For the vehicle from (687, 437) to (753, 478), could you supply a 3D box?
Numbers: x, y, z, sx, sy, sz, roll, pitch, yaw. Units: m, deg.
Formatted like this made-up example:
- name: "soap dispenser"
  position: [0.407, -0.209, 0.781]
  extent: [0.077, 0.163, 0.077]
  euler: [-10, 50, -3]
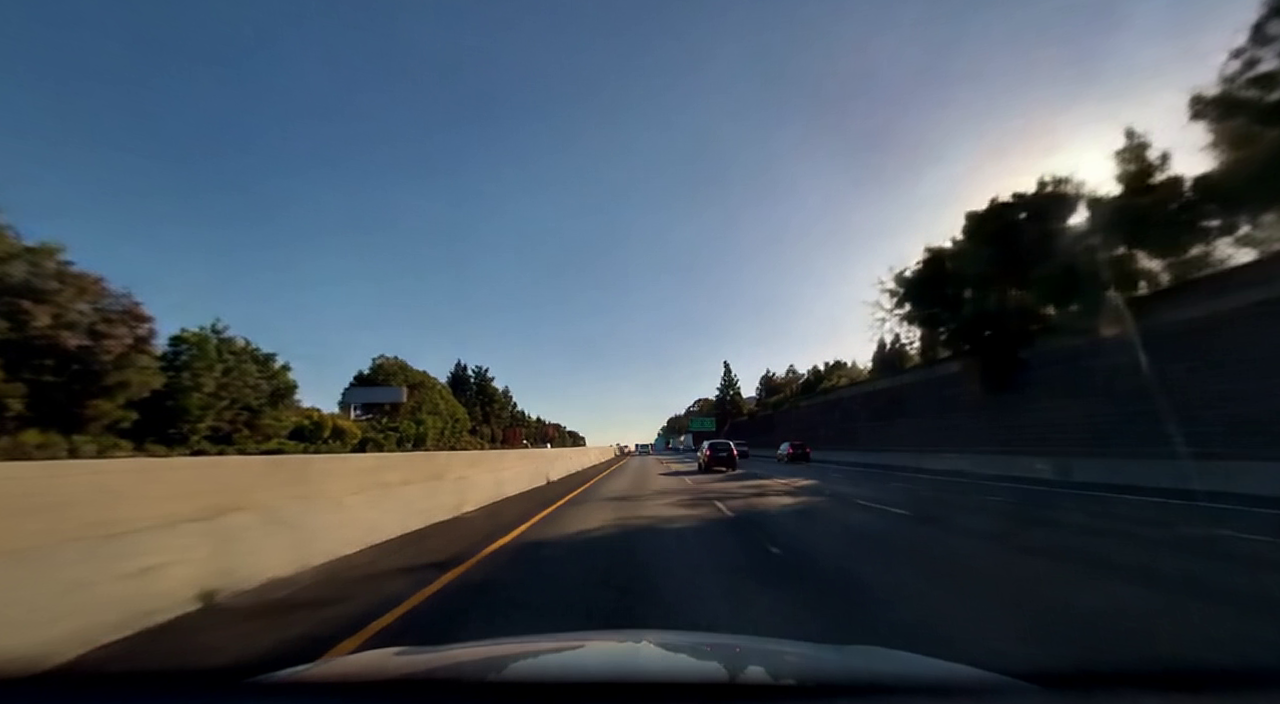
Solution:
- name: "vehicle"
  position: [3.453, 4.660, 28.029]
  extent: [2.326, 1.644, 4.206]
  euler: [0, -9, -1]

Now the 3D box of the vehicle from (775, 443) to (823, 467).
- name: "vehicle"
  position: [10.401, 6.760, 41.622]
  extent: [1.970, 1.479, 4.480]
  euler: [0, -9, -1]
